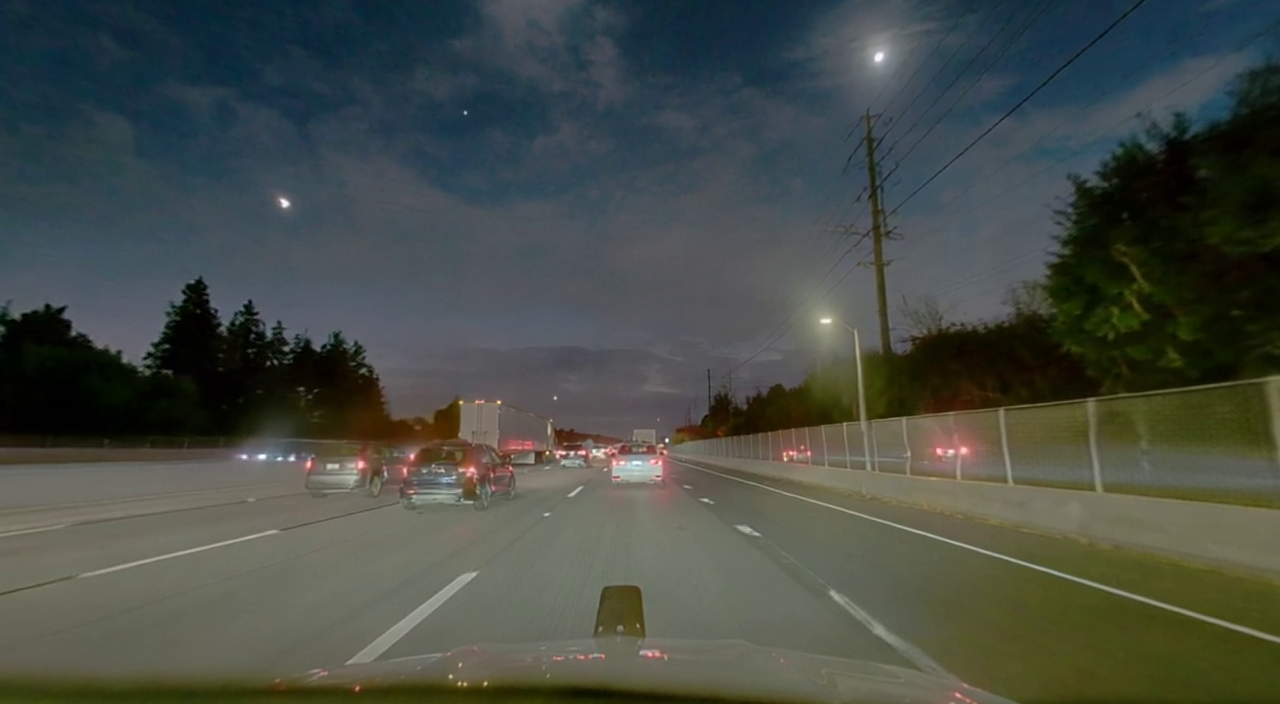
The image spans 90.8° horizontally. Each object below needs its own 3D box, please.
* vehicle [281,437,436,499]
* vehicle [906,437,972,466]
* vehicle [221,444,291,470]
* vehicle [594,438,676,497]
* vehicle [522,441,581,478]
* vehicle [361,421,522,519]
[{"bbox_3d":[-7.693,3.215,17.942,2.165,1.511,4.810,0,-9,0],"label":"vehicle"},{"bbox_3d":[17.980,5.996,38.168,1.936,1.591,4.362,0,-9,2],"label":"vehicle"},{"bbox_3d":[-27.158,7.444,44.919,2.017,1.724,4.861,0,-9,-1],"label":"vehicle"},{"bbox_3d":[-0.156,3.261,18.173,2.089,1.477,3.818,0,-9,-1],"label":"vehicle"},{"bbox_3d":[-3.746,4.632,27.501,1.870,1.485,4.304,0,-9,1],"label":"vehicle"},{"bbox_3d":[-3.897,2.403,13.305,1.923,1.716,4.289,0,-9,1],"label":"vehicle"}]
